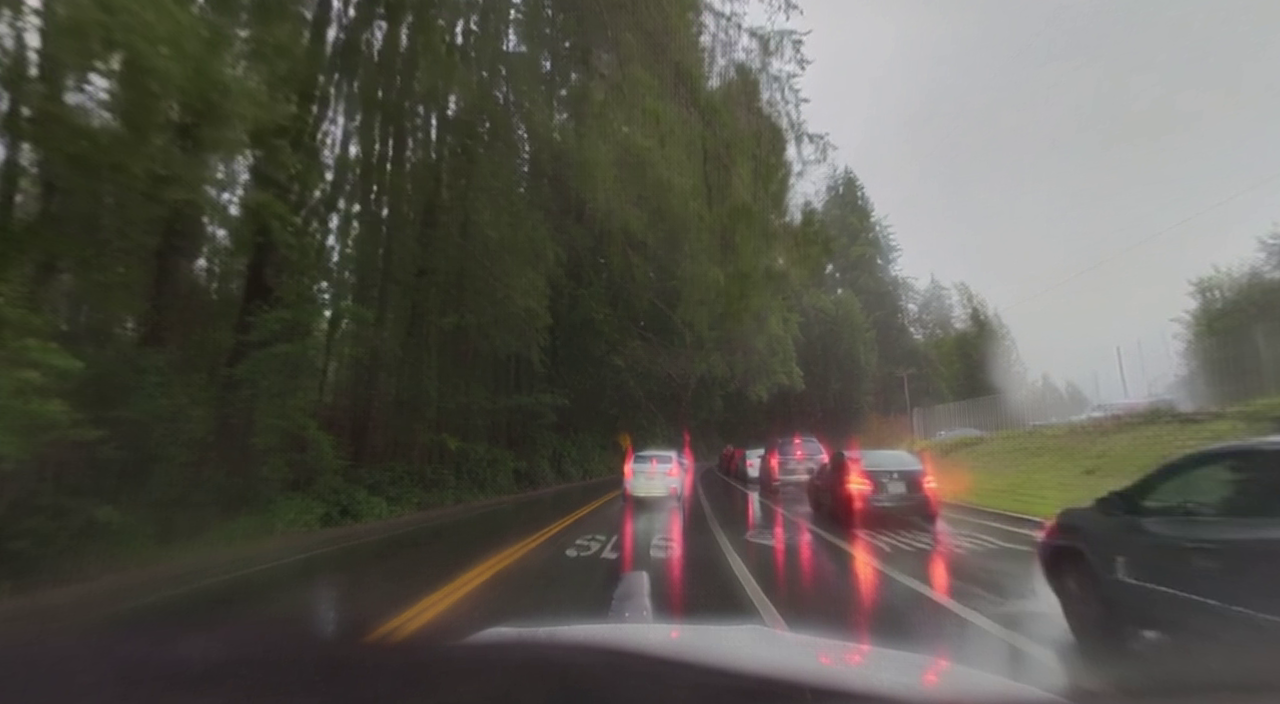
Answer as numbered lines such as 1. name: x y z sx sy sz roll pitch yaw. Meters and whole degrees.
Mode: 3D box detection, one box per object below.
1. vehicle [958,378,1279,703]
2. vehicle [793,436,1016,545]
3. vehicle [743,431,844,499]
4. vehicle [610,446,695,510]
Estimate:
1. vehicle: 3.877 1.013 3.334 1.957 1.629 4.609 0 -8 0
2. vehicle: 4.238 2.269 11.153 1.992 1.469 4.823 0 -8 2
3. vehicle: 4.516 3.395 19.354 2.066 1.804 4.751 0 -8 2
4. vehicle: 0.381 3.396 17.498 2.078 1.521 4.058 0 -8 2
